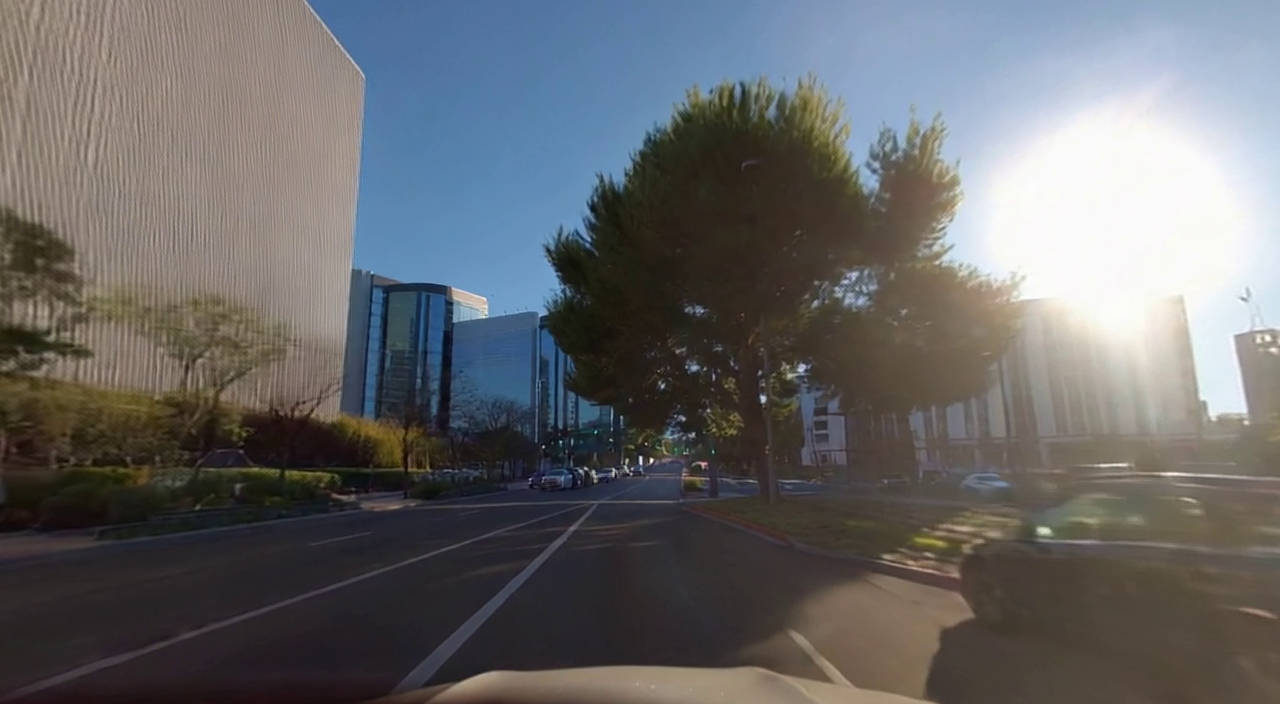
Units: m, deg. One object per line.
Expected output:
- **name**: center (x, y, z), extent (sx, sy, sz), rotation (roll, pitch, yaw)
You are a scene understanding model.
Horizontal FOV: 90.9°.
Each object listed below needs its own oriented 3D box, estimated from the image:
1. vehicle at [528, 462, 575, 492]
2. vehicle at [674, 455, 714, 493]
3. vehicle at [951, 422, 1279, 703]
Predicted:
- **vehicle**: center (-5.883, 8.366, 42.442), extent (2.043, 1.778, 4.602), rotation (-3, -10, 6)
- **vehicle**: center (3.003, 6.959, 36.093), extent (2.064, 2.010, 4.791), rotation (0, -10, 2)
- **vehicle**: center (3.564, 1.216, 3.502), extent (1.899, 1.470, 3.666), rotation (0, -10, 3)
